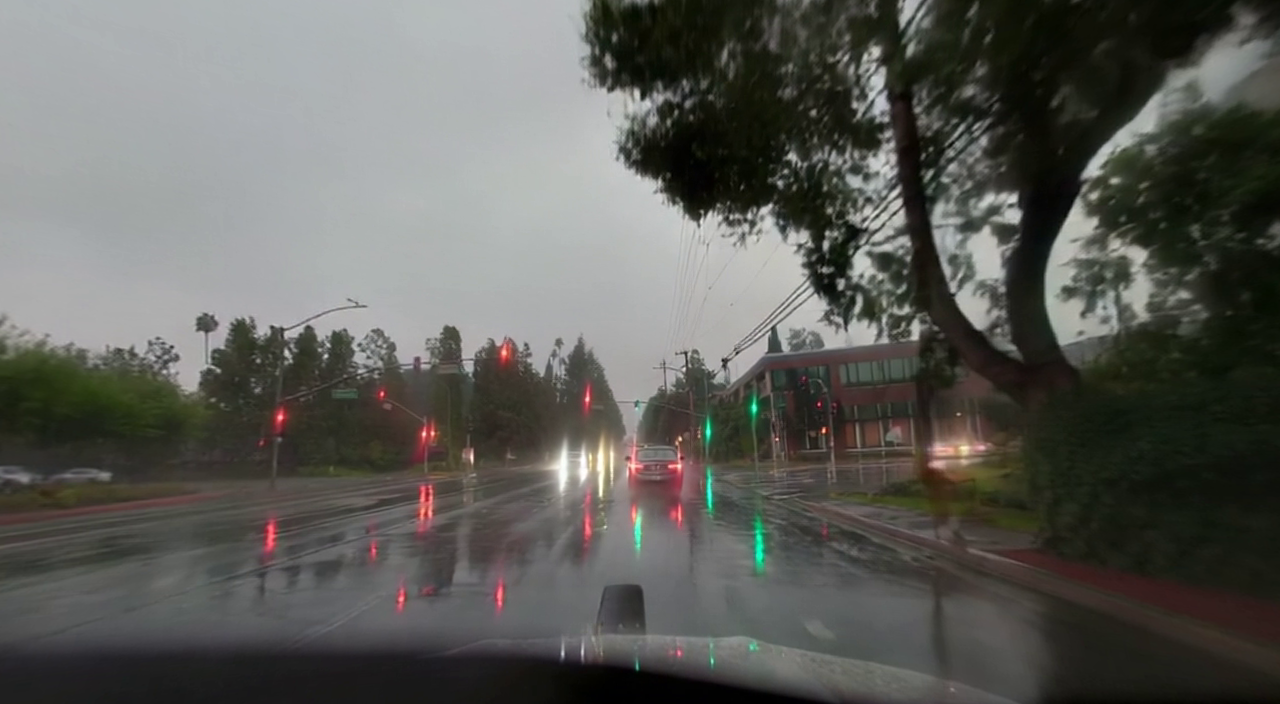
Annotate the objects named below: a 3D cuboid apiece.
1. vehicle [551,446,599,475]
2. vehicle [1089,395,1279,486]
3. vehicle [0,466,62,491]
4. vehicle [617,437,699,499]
[{"bbox_3d":[-3.574,6.041,35.374,2.153,1.474,4.284,0,-9,1],"label":"vehicle"},{"bbox_3d":[14.350,2.255,16.019,2.225,1.922,5.243,-1,-9,3],"label":"vehicle"},{"bbox_3d":[-43.589,8.737,43.710,5.149,1.515,1.942,2,-10,-1],"label":"vehicle"},{"bbox_3d":[0.503,3.366,18.686,2.156,1.636,3.923,0,-9,1],"label":"vehicle"}]
